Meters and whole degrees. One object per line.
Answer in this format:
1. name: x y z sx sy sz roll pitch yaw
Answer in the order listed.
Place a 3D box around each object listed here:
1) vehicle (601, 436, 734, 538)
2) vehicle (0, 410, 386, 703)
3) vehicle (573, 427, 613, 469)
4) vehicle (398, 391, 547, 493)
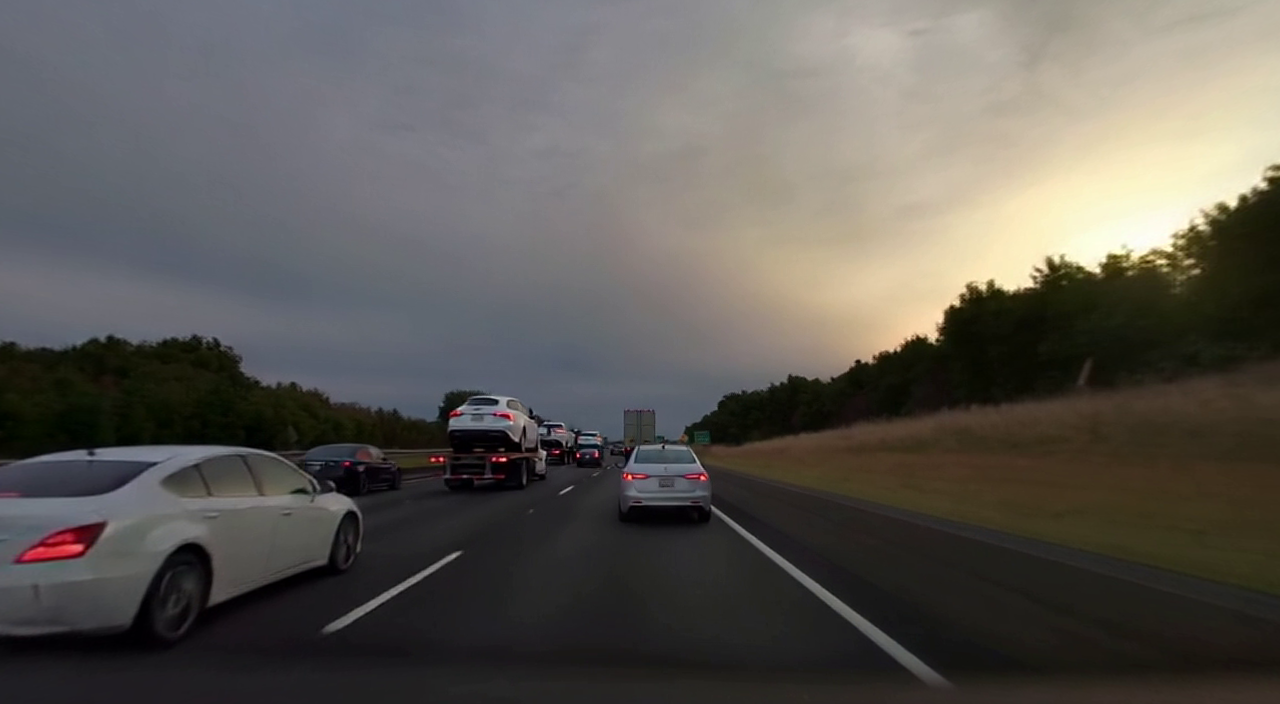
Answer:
1. vehicle: 0.391 2.286 11.212 1.991 1.507 3.391 0 -9 0
2. vehicle: -3.663 1.229 4.210 1.947 1.470 4.526 0 -9 2
3. vehicle: -3.251 6.870 44.997 2.289 2.710 6.726 0 -9 0
4. vehicle: -2.937 1.726 12.060 2.031 1.594 4.103 1 -9 -5
